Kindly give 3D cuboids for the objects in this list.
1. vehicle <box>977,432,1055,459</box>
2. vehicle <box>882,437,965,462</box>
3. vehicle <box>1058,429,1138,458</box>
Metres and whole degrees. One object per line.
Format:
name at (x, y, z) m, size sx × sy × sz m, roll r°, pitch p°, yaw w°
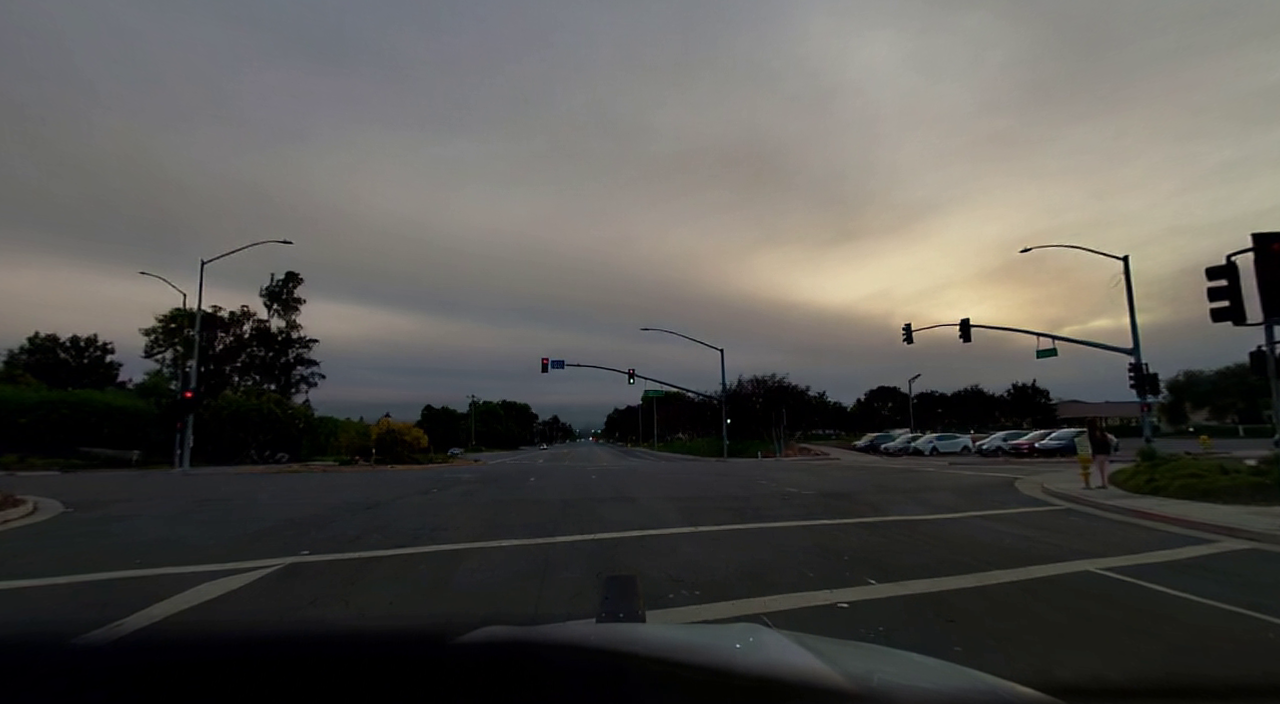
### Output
vehicle at (26.949, 6.733, 45.279) m, size 5.032 × 1.828 × 2.183 m, roll 4°, pitch -9°, yaw -24°
vehicle at (18.687, 6.432, 41.623) m, size 5.234 × 1.549 × 1.982 m, roll 4°, pitch -9°, yaw -24°
vehicle at (36.100, 7.209, 49.749) m, size 6.148 × 2.119 × 2.473 m, roll 4°, pitch -10°, yaw -28°
